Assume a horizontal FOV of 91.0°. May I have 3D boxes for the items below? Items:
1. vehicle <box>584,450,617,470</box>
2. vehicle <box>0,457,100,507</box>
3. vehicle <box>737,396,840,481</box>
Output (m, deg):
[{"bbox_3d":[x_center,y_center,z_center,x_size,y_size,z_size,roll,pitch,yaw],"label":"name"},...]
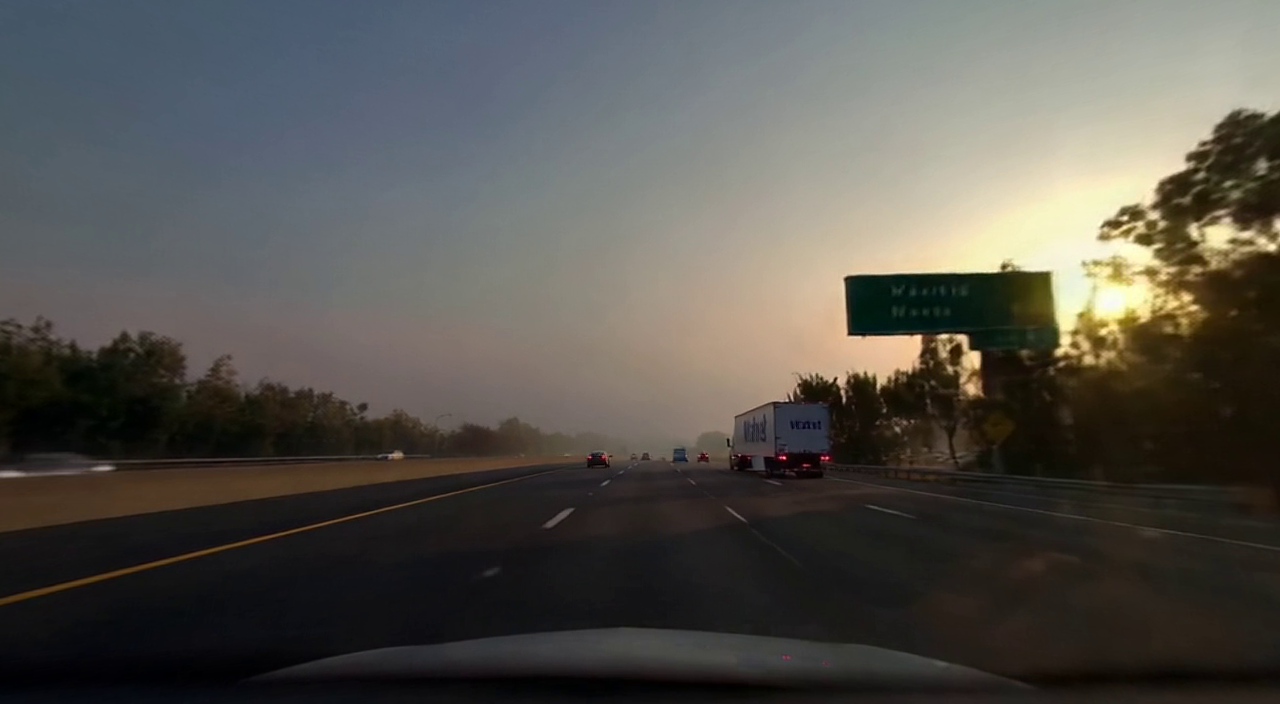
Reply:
[{"bbox_3d":[-3.052,8.446,49.412,2.164,1.507,4.748,0,-9,1],"label":"vehicle"},{"bbox_3d":[-24.808,5.122,25.090,2.007,1.759,4.906,0,-9,3],"label":"vehicle"},{"bbox_3d":[8.470,5.425,38.654,2.912,4.143,15.538,0,-9,1],"label":"vehicle"}]
